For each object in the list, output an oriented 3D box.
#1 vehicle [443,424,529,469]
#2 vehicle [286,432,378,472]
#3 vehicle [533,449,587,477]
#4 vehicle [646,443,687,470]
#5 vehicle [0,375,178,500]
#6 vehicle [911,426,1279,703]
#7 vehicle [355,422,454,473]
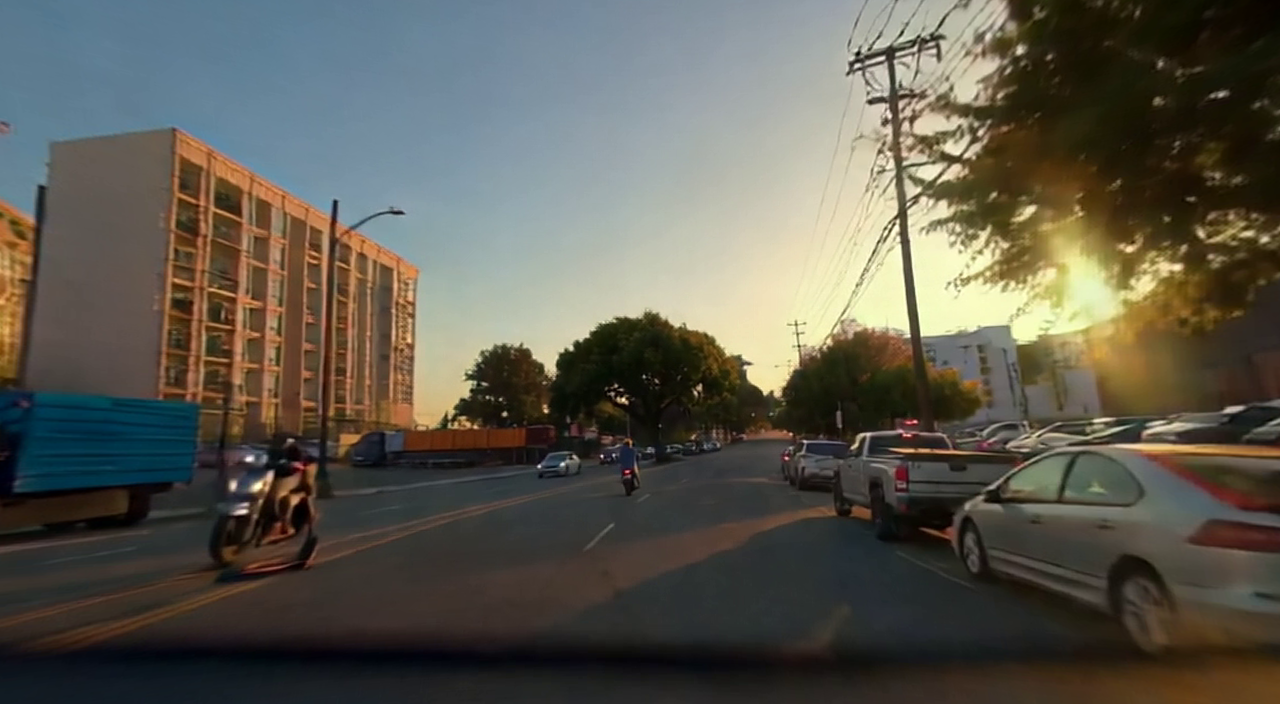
[{"bbox_3d":[-11.636,7.309,48.897,2.990,3.144,9.080,-2,-9,10],"label":"vehicle"},{"bbox_3d":[-23.722,7.717,49.076,2.933,2.907,6.416,-3,-8,13],"label":"vehicle"},{"bbox_3d":[-4.949,6.917,39.644,1.905,1.536,4.714,-2,-9,12],"label":"vehicle"},{"bbox_3d":[1.760,6.683,40.601,1.925,1.602,4.090,-2,-9,12],"label":"vehicle"},{"bbox_3d":[-19.918,2.062,15.207,3.442,3.445,16.952,-2,-8,6],"label":"vehicle"},{"bbox_3d":[3.976,1.396,5.078,1.826,1.469,4.608,-1,-8,4],"label":"vehicle"},{"bbox_3d":[-17.586,7.220,48.126,3.283,3.441,8.669,-3,-8,8],"label":"vehicle"}]
